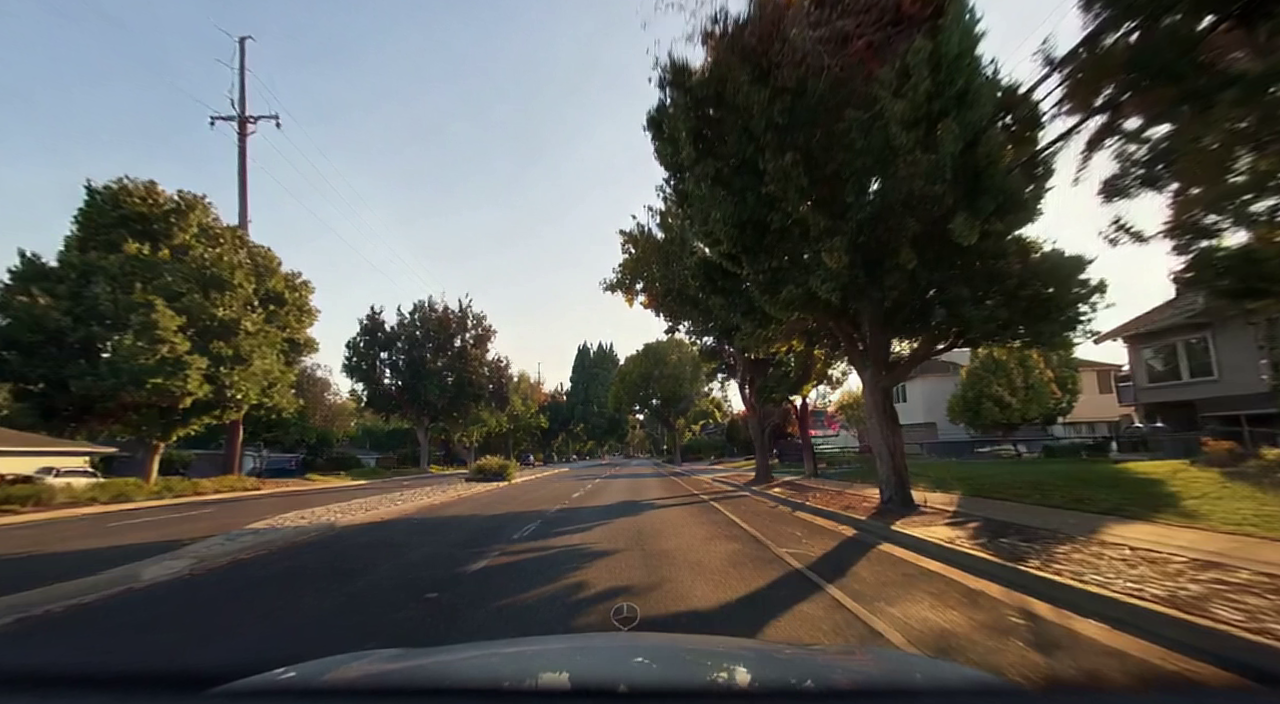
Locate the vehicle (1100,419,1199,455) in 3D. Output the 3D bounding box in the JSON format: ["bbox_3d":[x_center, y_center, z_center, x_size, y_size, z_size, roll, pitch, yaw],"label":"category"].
[{"bbox_3d":[29.455,5.026,36.750,1.877,1.757,4.937,2,-11,4],"label":"vehicle"}]
